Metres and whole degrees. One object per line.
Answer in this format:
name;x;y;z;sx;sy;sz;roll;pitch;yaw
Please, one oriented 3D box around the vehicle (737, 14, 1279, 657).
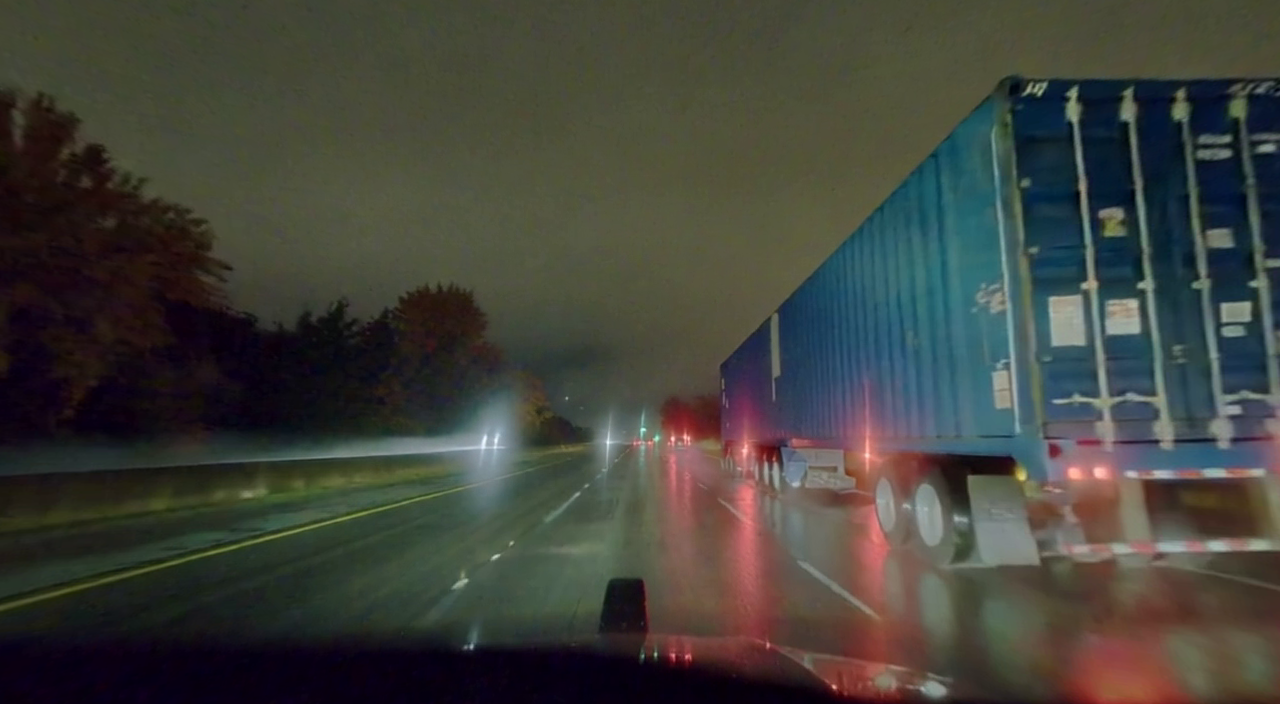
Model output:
vehicle;4.027;0.682;10.317;2.903;4.003;13.046;0;-8;1
